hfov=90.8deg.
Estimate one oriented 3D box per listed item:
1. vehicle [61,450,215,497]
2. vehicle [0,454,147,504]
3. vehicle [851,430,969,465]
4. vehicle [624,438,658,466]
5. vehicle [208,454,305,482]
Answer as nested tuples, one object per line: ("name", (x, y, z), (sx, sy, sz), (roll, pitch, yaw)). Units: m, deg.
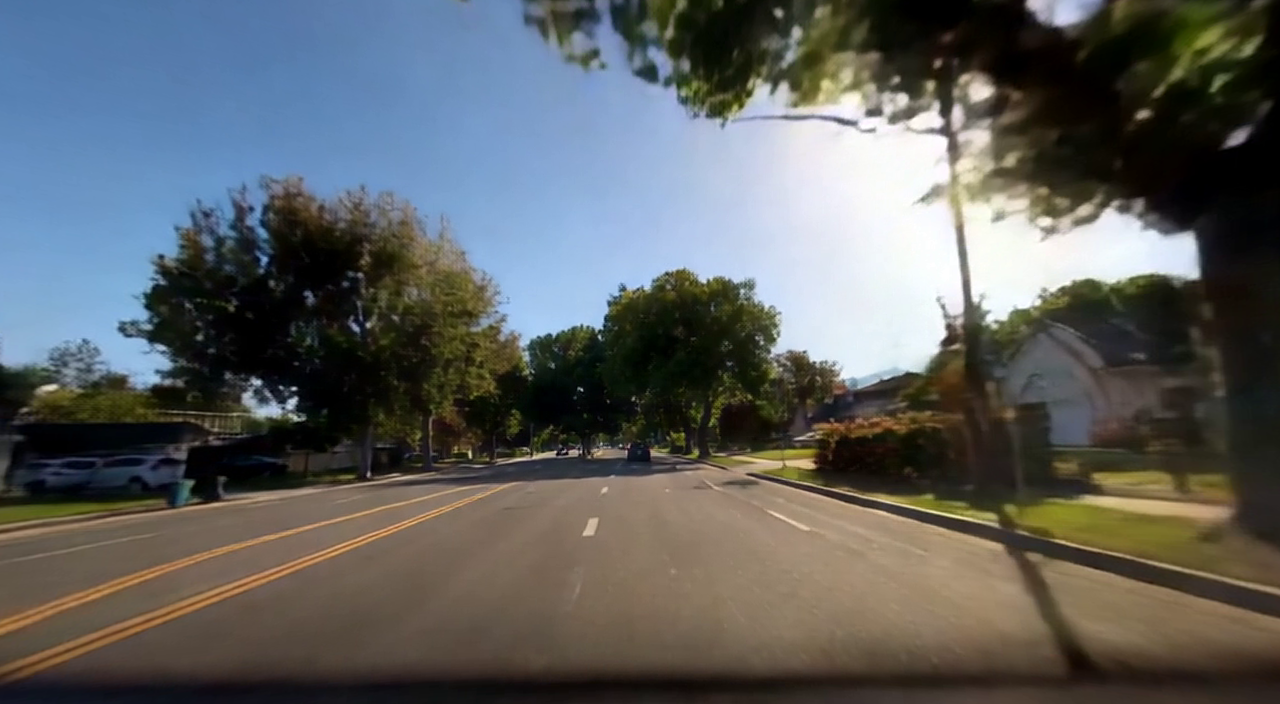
("vehicle", (-21.284, 5.132, 26.939), (4.766, 1.873, 2.008), (0, -9, 0))
("vehicle", (-21.351, 4.722, 23.639), (4.206, 1.721, 1.807), (0, -9, 0))
("vehicle", (11.982, 4.252, 28.256), (4.415, 1.467, 1.865), (0, -8, 1))
("vehicle", (-0.010, 6.863, 43.605), (2.215, 1.799, 4.426), (0, -9, -2))
("vehicle", (-22.306, 6.751, 36.868), (4.363, 1.503, 1.859), (0, -9, -3))
